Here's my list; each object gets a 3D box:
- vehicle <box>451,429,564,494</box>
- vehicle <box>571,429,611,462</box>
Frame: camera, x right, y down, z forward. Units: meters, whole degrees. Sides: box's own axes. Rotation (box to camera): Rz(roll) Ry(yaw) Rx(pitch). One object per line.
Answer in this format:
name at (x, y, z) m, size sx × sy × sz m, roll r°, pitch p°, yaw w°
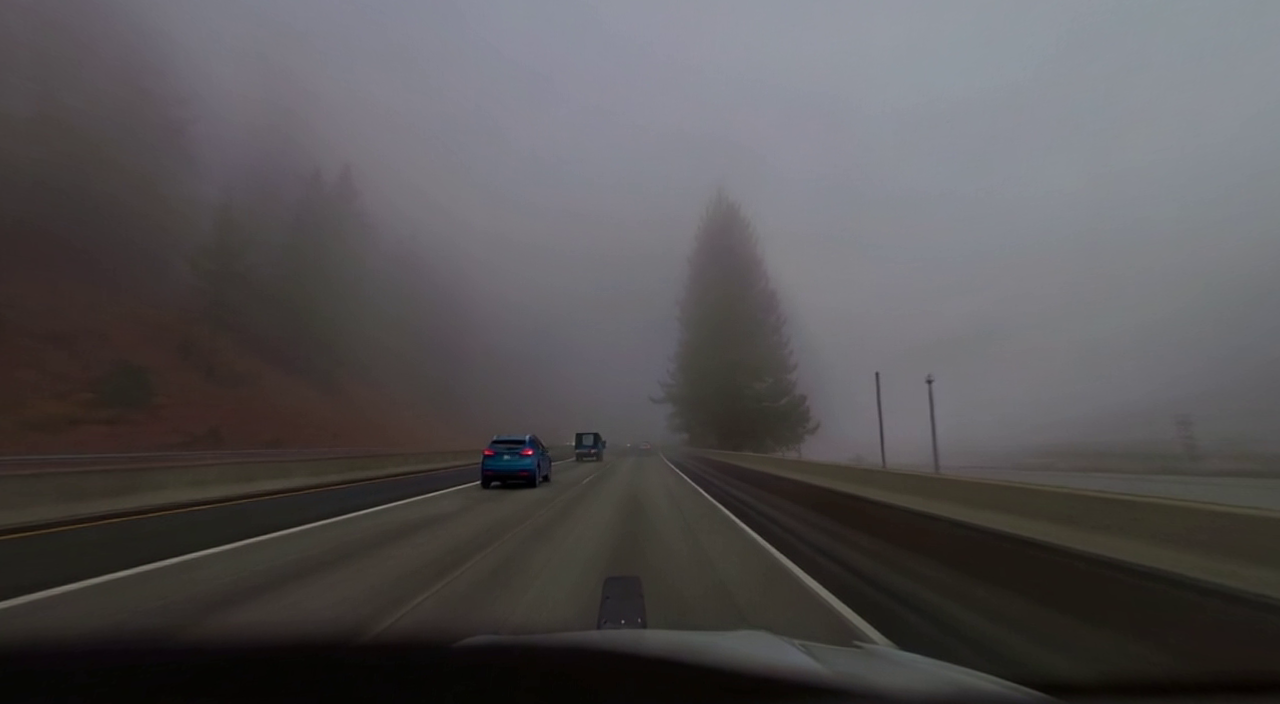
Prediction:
vehicle at (-3.543, 3.045, 17.826) m, size 2.053 × 1.589 × 4.671 m, roll 0°, pitch -8°, yaw 2°
vehicle at (-3.241, 6.365, 42.728) m, size 2.241 × 2.095 × 4.985 m, roll 0°, pitch -8°, yaw 1°
